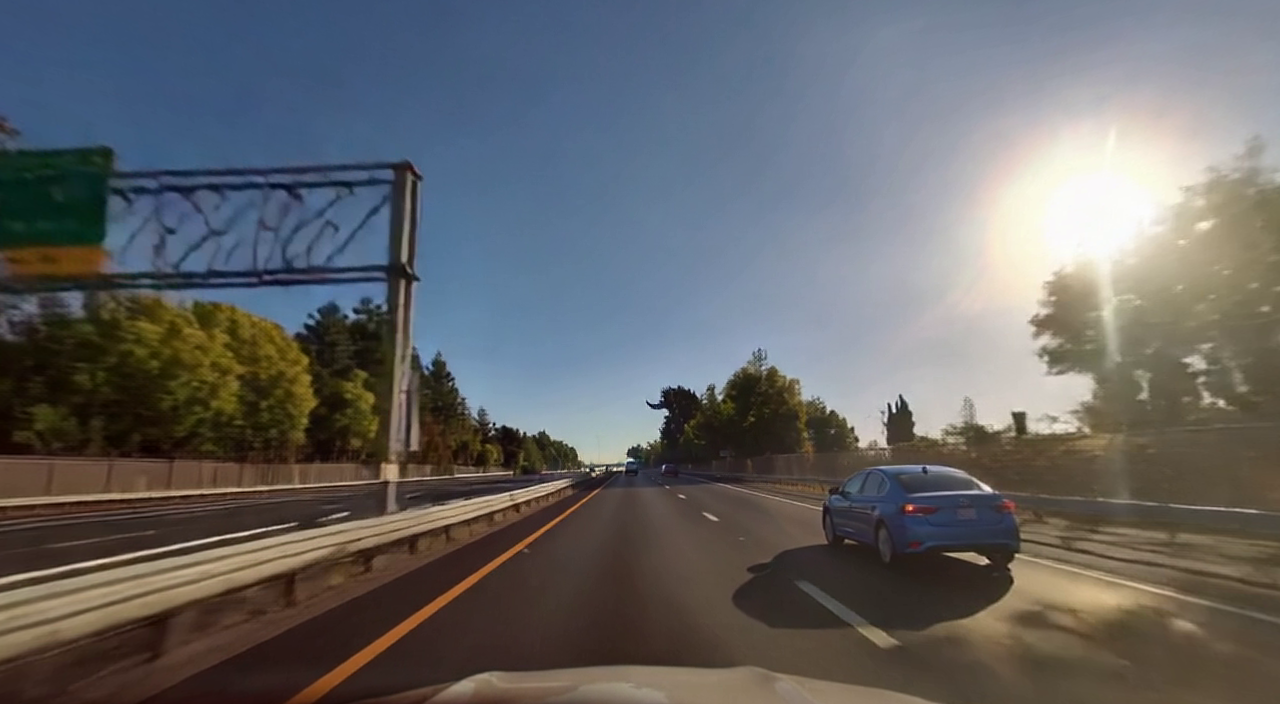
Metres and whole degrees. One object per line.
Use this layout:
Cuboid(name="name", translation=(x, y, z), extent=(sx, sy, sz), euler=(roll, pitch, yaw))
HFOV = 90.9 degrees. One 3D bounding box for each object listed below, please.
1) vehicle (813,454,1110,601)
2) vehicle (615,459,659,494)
Cuboid(name="vehicle", translation=(3.967, 2.239, 8.744), extent=(1.938, 1.494, 4.032), euler=(1, -11, -1))
Cuboid(name="vehicle", translation=(-0.138, 6.205, 31.517), extent=(2.037, 1.605, 3.833), euler=(1, -11, 0))
